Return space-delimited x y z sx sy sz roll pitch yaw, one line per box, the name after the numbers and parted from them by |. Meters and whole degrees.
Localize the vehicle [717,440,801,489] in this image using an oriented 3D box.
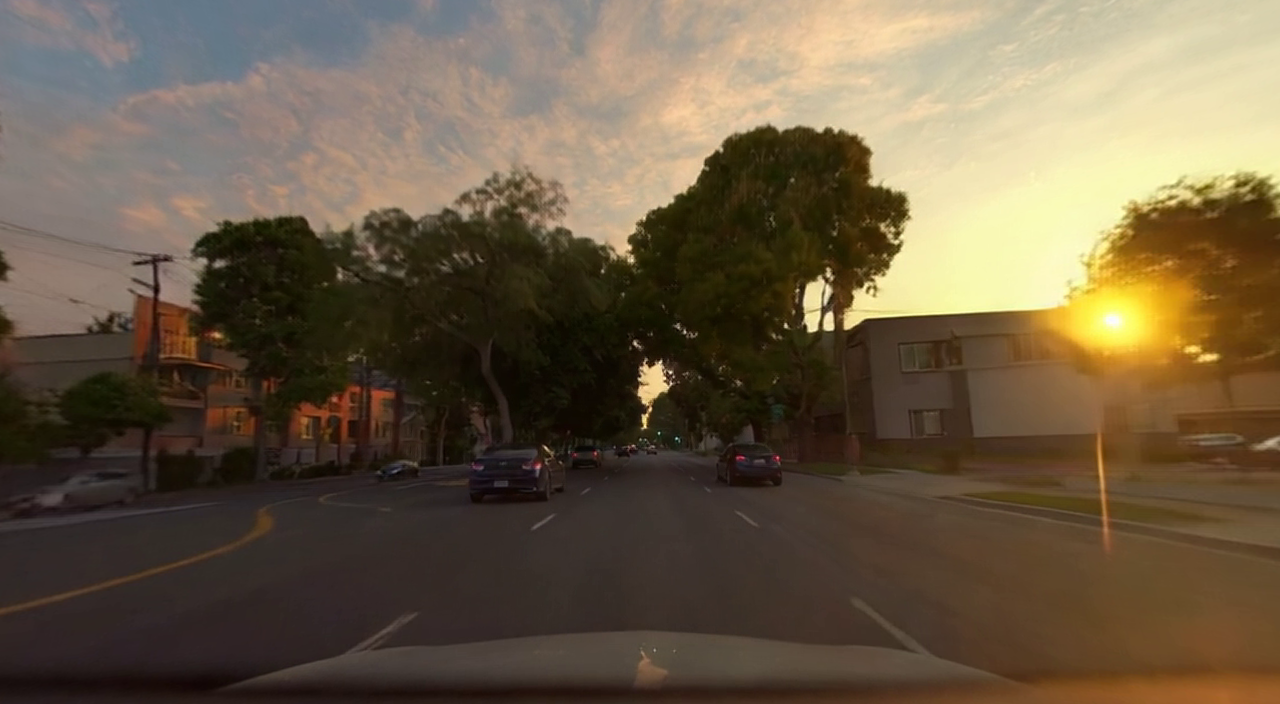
3.977 3.832 21.874 2.010 1.486 4.498 0 -8 0 | vehicle

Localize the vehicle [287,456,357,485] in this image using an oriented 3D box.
-22.310 8.297 44.491 2.006 1.782 5.406 0 -8 1 | vehicle

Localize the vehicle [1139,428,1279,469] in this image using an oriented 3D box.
24.075 4.056 26.722 1.754 1.461 4.491 -3 -8 -6 | vehicle

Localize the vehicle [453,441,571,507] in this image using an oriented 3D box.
-3.127 3.076 16.440 2.053 1.480 4.381 0 -8 1 | vehicle

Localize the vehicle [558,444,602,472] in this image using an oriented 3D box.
-3.371 6.066 36.230 1.988 1.497 4.404 0 -8 2 | vehicle

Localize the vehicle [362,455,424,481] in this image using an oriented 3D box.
-15.386 7.231 39.521 1.997 1.472 4.426 0 -8 1 | vehicle

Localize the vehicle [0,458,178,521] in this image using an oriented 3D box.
-19.393 4.667 22.056 2.240 1.805 5.313 0 -8 2 | vehicle
